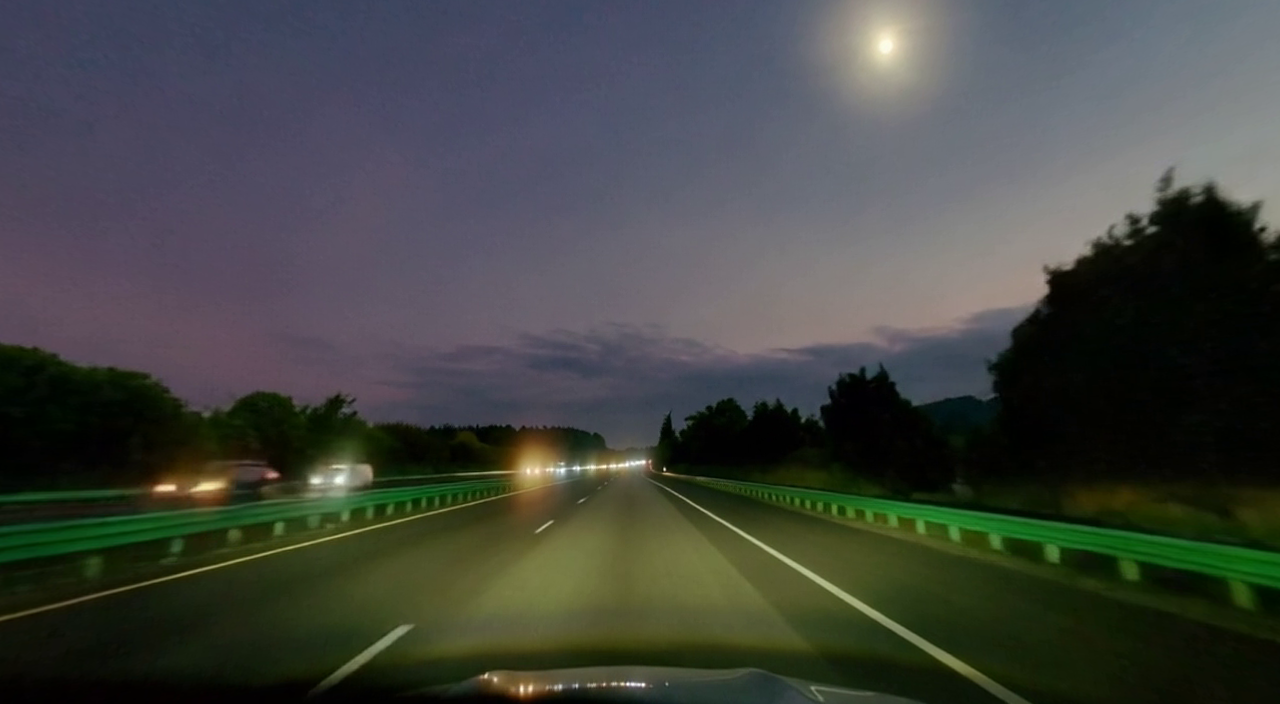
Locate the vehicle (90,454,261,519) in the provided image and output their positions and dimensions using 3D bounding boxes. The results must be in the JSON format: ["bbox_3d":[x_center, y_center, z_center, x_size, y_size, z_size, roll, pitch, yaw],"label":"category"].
[{"bbox_3d":[-12.754,3.716,17.642,1.931,1.571,3.634,1,-10,0],"label":"vehicle"}]

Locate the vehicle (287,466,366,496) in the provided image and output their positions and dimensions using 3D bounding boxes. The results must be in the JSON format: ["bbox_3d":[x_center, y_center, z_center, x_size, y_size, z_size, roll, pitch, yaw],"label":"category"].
[{"bbox_3d":[-16.464,6.780,33.331,1.918,1.460,4.462,1,-10,-1],"label":"vehicle"}]
